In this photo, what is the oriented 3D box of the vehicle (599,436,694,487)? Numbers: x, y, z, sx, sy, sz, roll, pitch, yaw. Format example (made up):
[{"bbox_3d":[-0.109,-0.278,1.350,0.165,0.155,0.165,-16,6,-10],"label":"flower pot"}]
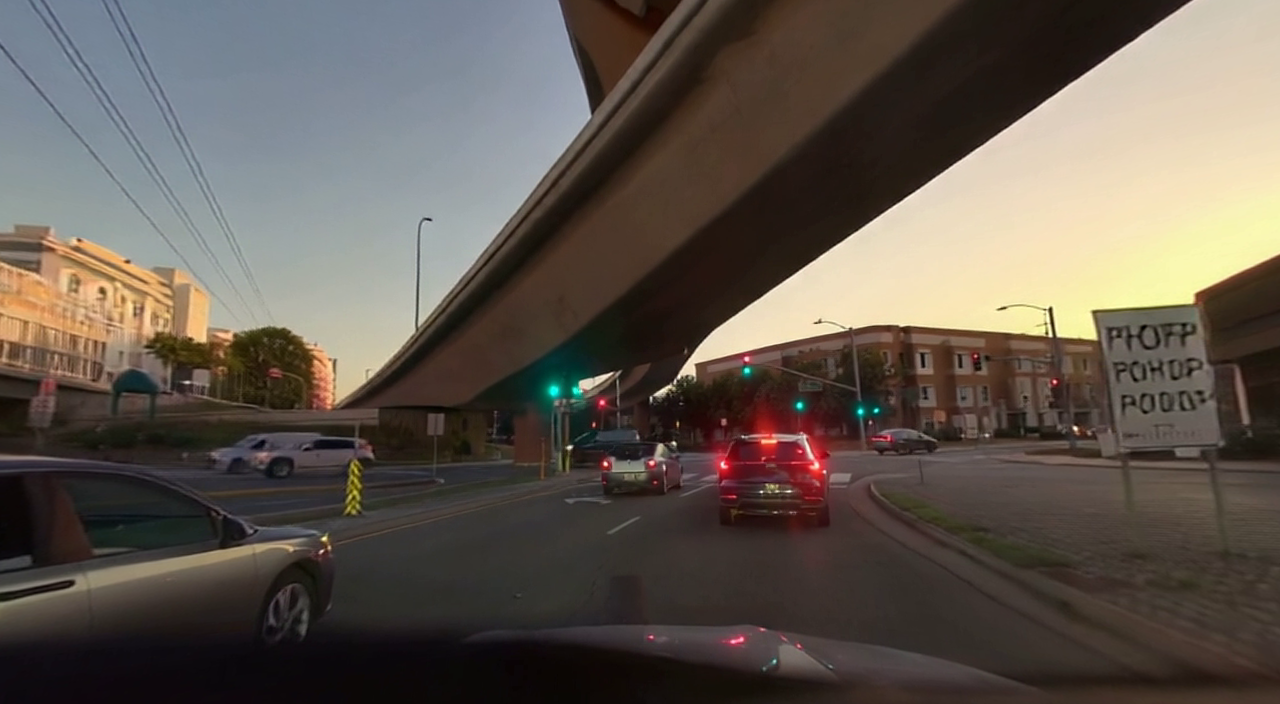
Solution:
[{"bbox_3d":[0.374,3.694,21.624,2.214,1.519,4.704,-2,-9,13],"label":"vehicle"}]

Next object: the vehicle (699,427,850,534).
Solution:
[{"bbox_3d":[2.400,2.254,11.701,2.195,1.571,4.353,-2,-9,10],"label":"vehicle"}]

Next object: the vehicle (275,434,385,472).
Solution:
[{"bbox_3d":[-16.317,5.326,33.449,4.827,1.885,2.008,2,-9,-14],"label":"vehicle"}]

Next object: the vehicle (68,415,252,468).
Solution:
[{"bbox_3d":[-36.174,6.884,48.376,3.014,3.603,10.845,-4,-9,24],"label":"vehicle"}]

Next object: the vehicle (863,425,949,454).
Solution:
[{"bbox_3d":[15.719,5.194,37.244,4.755,1.623,2.290,5,-10,-32],"label":"vehicle"}]

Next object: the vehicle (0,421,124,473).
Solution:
[{"bbox_3d":[-44.913,6.844,45.454,2.989,3.604,11.471,-4,-10,26],"label":"vehicle"}]

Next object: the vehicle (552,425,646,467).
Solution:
[{"bbox_3d":[-2.124,4.740,31.642,2.175,1.930,4.761,8,-12,-42],"label":"vehicle"}]
